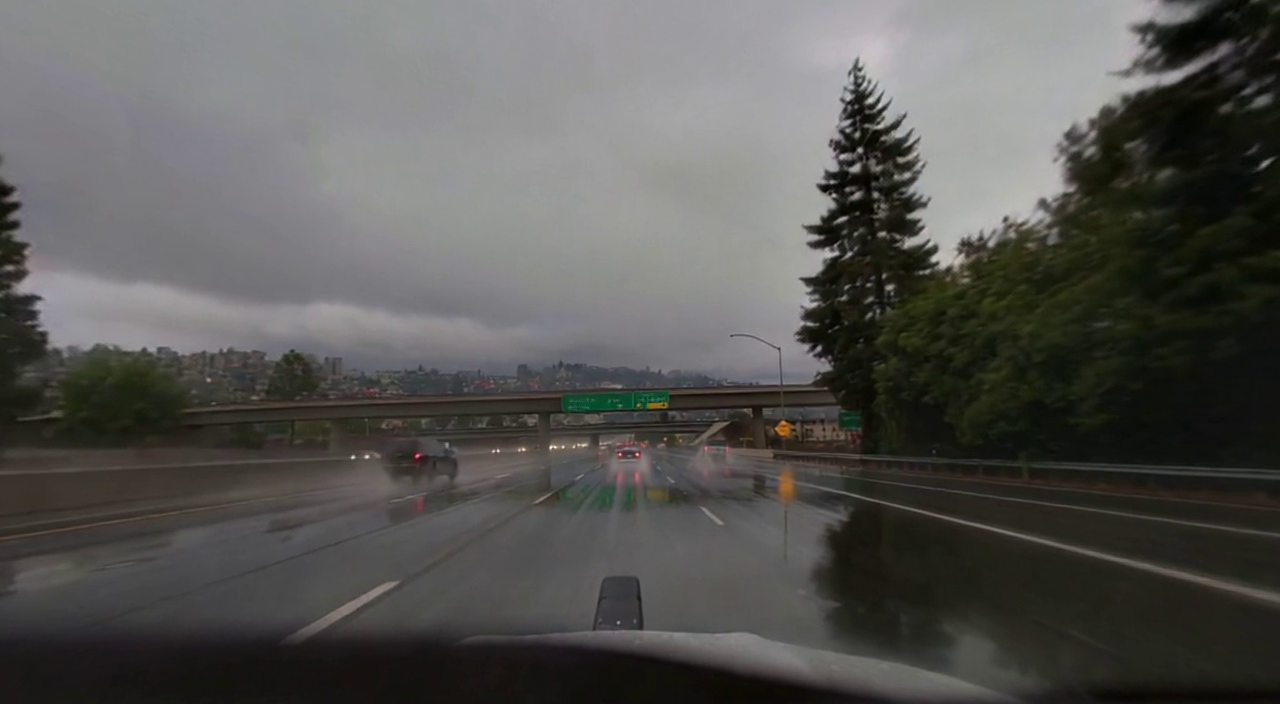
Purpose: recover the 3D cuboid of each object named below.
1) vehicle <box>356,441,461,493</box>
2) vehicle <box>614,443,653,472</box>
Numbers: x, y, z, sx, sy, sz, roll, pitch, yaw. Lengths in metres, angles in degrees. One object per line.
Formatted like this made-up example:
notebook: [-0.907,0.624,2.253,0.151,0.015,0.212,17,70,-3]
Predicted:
vehicle: [-7.611,3.798,21.278,1.957,1.554,4.350,0,-8,-1]
vehicle: [-0.425,5.728,34.540,2.012,1.471,4.059,0,-8,-2]
